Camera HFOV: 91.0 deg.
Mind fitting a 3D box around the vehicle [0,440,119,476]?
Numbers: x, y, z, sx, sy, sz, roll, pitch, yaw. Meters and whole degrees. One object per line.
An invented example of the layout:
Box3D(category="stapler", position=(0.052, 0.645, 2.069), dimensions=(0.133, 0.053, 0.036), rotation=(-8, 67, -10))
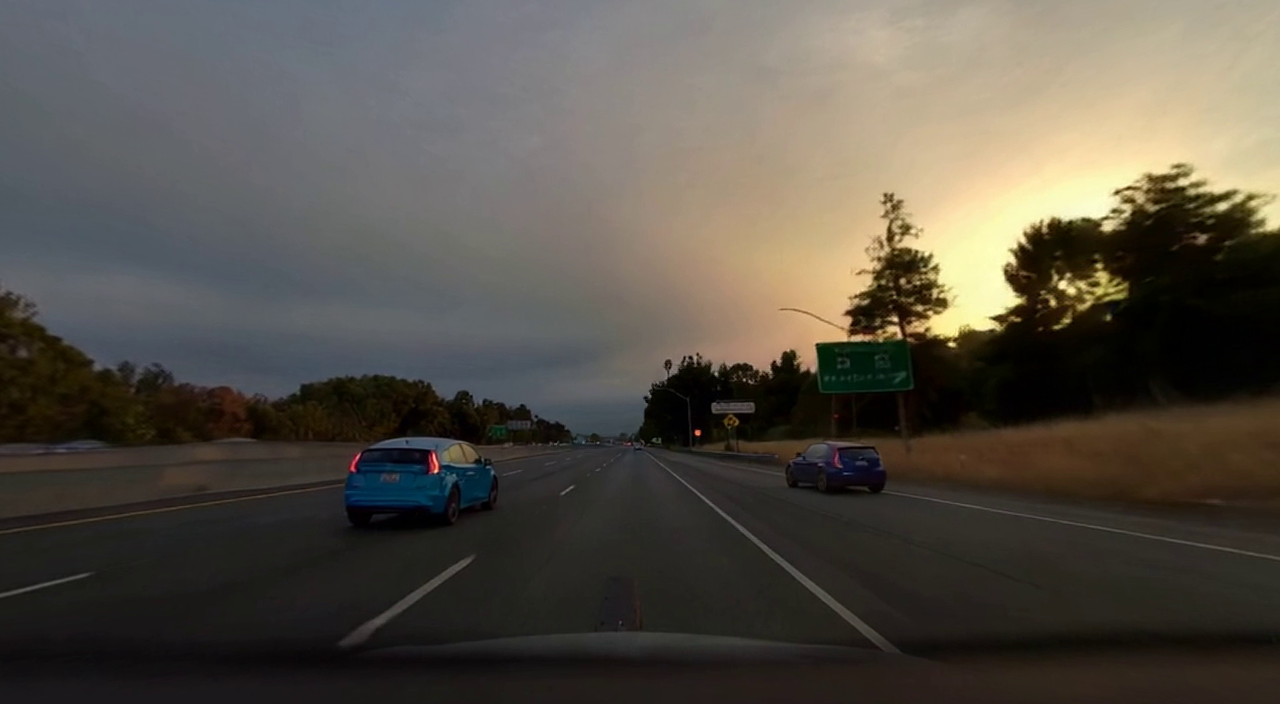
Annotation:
Box3D(category="vehicle", position=(-32.986, 6.002, 35.847), dimensions=(2.132, 1.892, 5.077), rotation=(0, -9, 0))

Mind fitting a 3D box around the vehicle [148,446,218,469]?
Box3D(category="vehicle", position=(-33.043, 7.627, 45.652), dimensions=(1.851, 1.562, 4.300), rotation=(0, -8, -1))

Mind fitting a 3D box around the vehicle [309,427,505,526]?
Box3D(category="vehicle", position=(-4.077, 2.257, 11.976), dimensions=(1.987, 1.516, 4.478), rotation=(0, -9, 0))

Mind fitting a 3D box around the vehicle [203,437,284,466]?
Box3D(category="vehicle", position=(-28.667, 7.197, 45.775), dimensions=(2.184, 1.961, 5.736), rotation=(0, -9, 0))

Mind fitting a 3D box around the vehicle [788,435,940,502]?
Box3D(category="vehicle", position=(5.567, 2.952, 16.462), dimensions=(2.049, 1.481, 4.774), rotation=(0, -9, -2))
